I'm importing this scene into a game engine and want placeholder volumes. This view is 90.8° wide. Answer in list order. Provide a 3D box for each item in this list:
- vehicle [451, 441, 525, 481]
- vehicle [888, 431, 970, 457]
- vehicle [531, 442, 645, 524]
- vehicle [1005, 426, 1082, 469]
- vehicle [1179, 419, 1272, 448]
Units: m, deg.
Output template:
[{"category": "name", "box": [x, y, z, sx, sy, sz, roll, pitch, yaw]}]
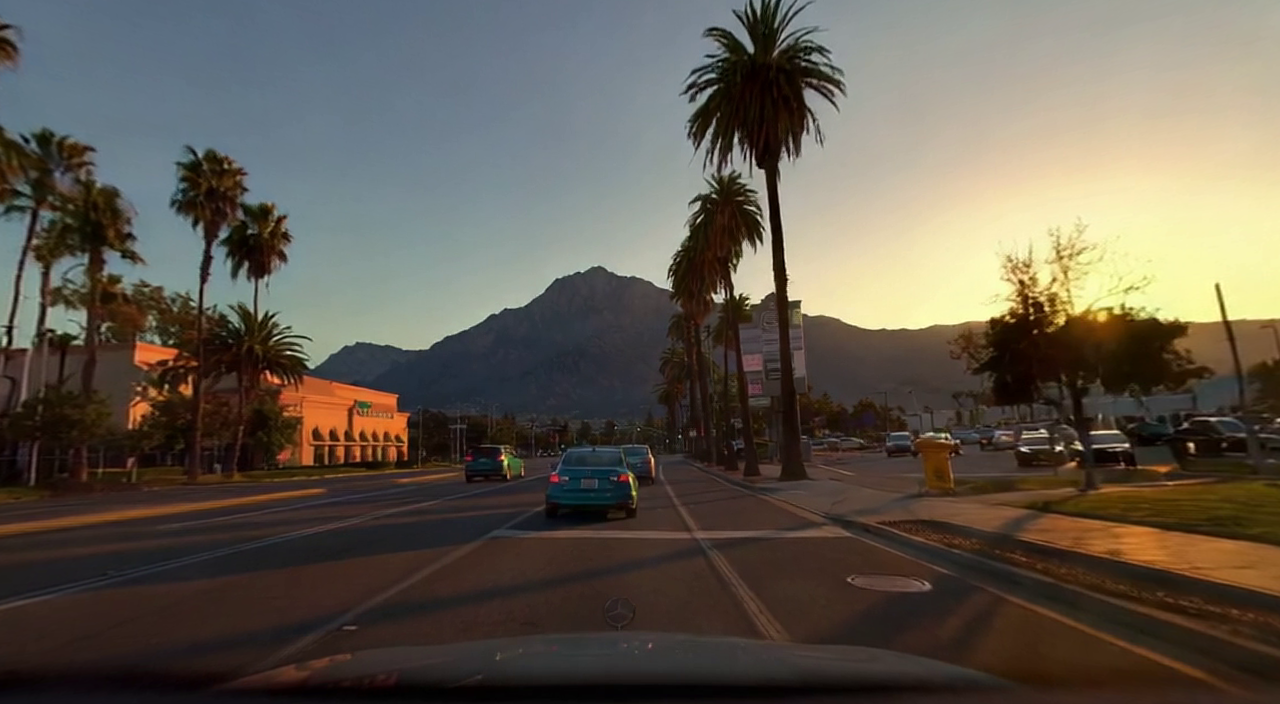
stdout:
[{"category": "vehicle", "box": [-7.743, 5.596, 32.765, 2.400, 1.900, 5.325, 0, -8, 1]}, {"category": "vehicle", "box": [19.049, 6.085, 41.774, 1.925, 1.652, 4.490, 6, -10, -35]}, {"category": "vehicle", "box": [-1.015, 2.692, 13.565, 2.067, 1.459, 3.886, 0, -8, -2]}, {"category": "vehicle", "box": [15.874, 3.728, 24.741, 1.961, 1.526, 4.640, -7, -11, 37]}, {"category": "vehicle", "box": [38.297, 5.359, 41.389, 4.321, 1.578, 1.958, -3, -8, -7]}]
